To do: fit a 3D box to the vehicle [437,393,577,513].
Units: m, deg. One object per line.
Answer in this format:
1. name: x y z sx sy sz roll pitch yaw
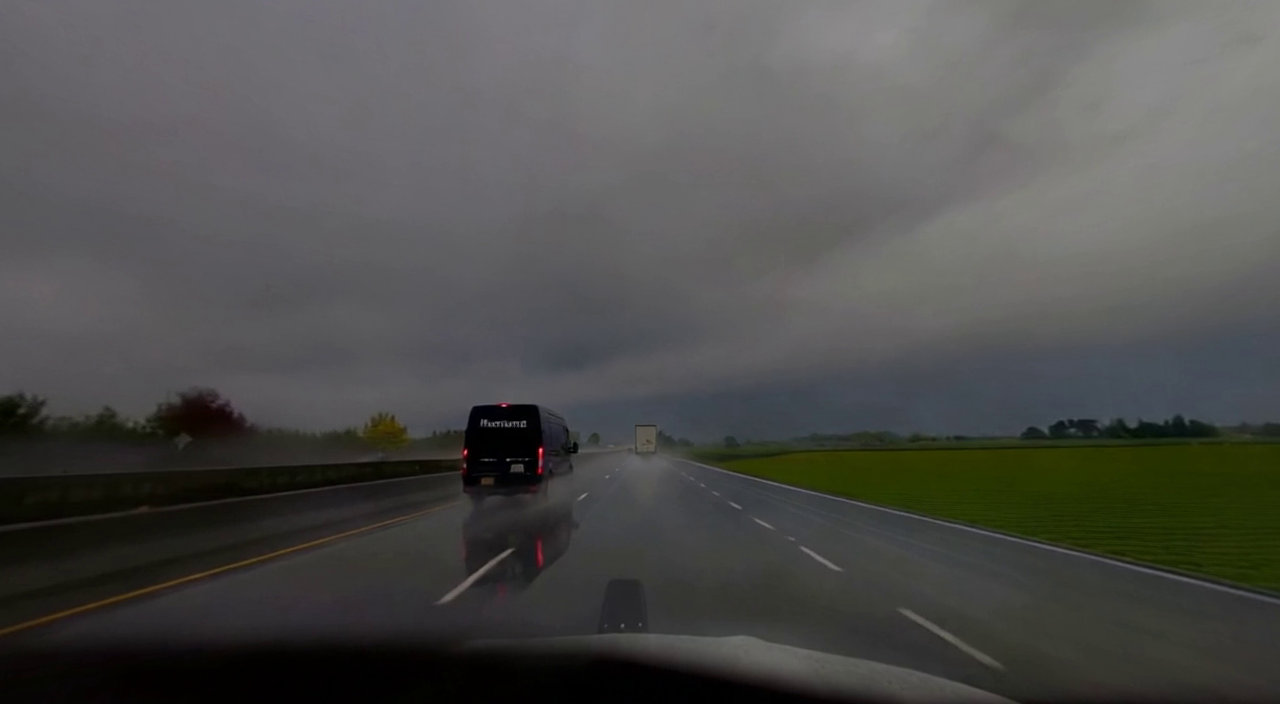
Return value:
1. vehicle: -3.293 2.755 17.523 2.320 2.636 7.021 0 -9 0
